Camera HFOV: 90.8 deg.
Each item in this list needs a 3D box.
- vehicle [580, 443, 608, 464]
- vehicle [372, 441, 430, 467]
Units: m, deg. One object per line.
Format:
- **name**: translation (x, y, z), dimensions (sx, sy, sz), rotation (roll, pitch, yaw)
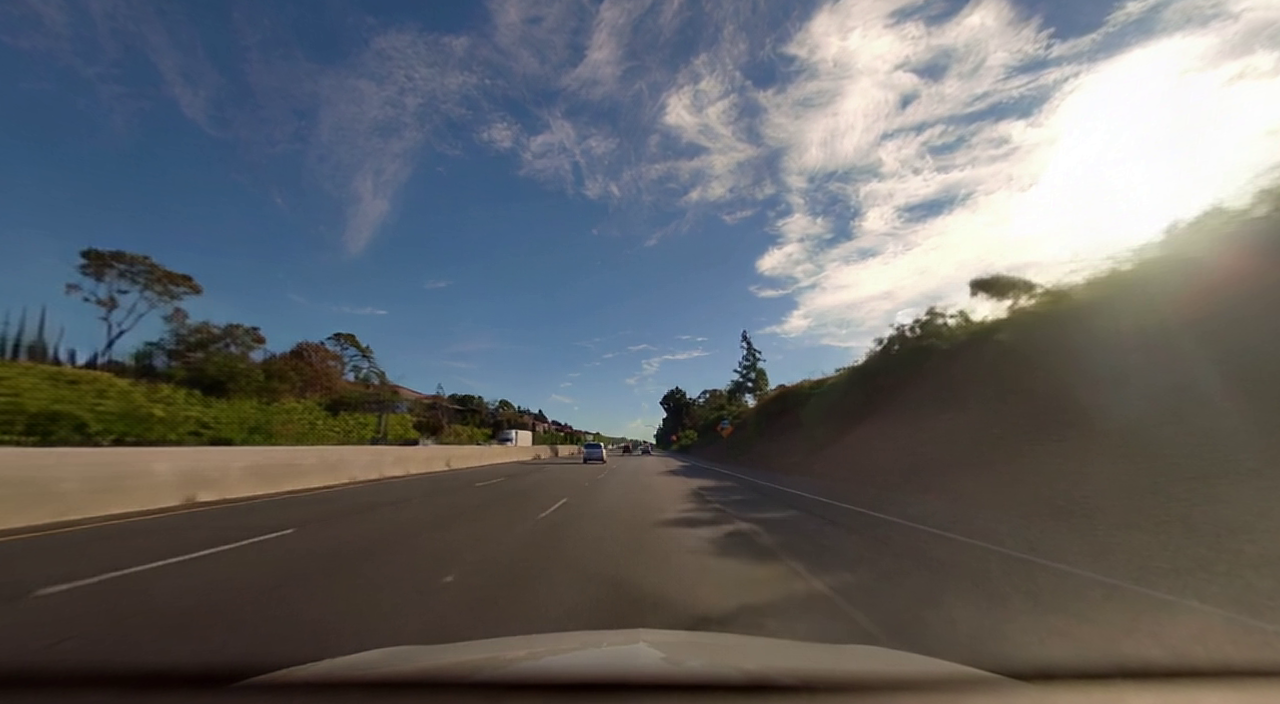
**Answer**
- **vehicle**: translation (-3.541, 7.915, 49.150), dimensions (1.921, 1.536, 3.920), rotation (0, -9, 0)
- **vehicle**: translation (-15.454, 6.633, 41.129), dimensions (2.003, 1.528, 4.634), rotation (0, -9, 0)
